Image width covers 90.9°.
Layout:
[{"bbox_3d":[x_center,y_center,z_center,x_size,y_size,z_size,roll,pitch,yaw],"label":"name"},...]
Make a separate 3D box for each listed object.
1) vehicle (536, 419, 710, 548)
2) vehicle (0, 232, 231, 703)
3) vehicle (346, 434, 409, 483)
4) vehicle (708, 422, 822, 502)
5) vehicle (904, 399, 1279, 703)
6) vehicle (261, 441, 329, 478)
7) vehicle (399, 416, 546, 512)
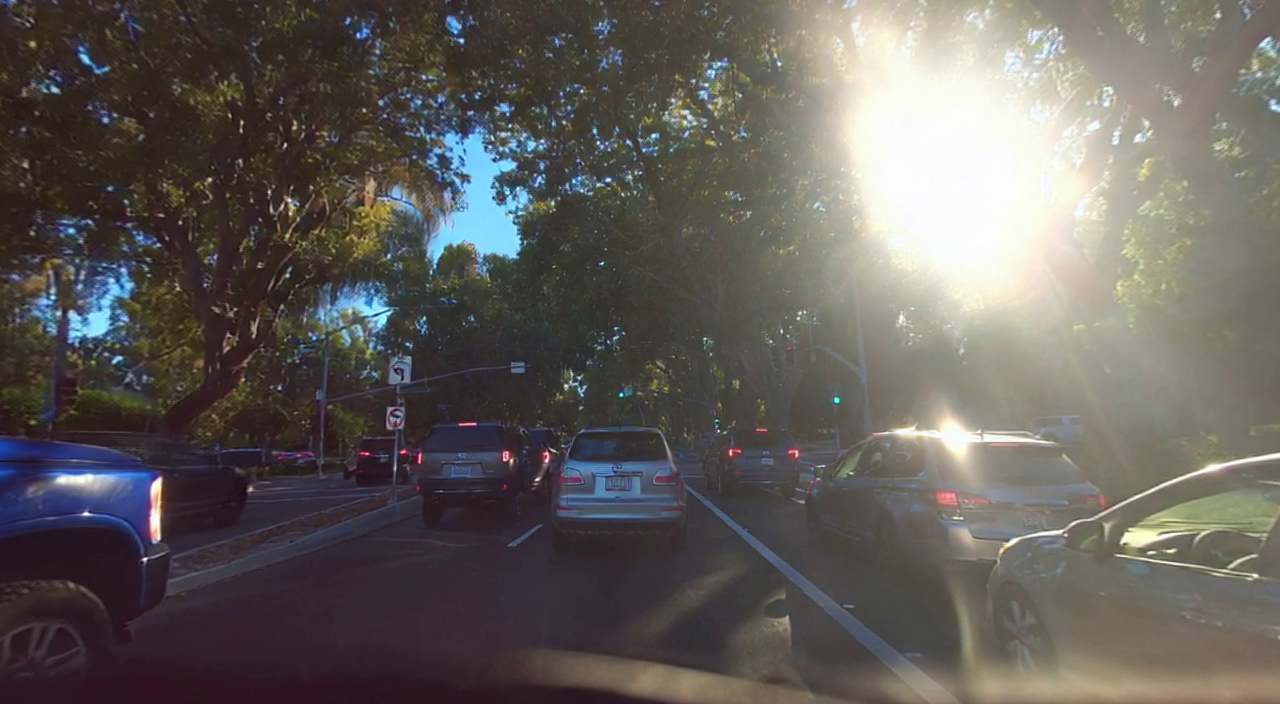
[{"bbox_3d":[-0.225,1.936,9.877,2.194,1.607,3.690,0,-8,0],"label":"vehicle"},{"bbox_3d":[-3.474,0.354,0.300,2.656,2.021,5.800,0,-8,0],"label":"vehicle"},{"bbox_3d":[-10.765,4.298,25.799,2.088,1.787,4.728,3,-9,-23],"label":"vehicle"},{"bbox_3d":[3.144,2.888,16.964,2.102,1.841,4.587,0,-8,0],"label":"vehicle"},{"bbox_3d":[3.015,0.964,2.512,1.874,1.477,4.698,0,-8,0],"label":"vehicle"},{"bbox_3d":[-18.702,5.748,34.051,2.256,1.799,4.831,6,-11,-38],"label":"vehicle"},{"bbox_3d":[-3.633,2.525,14.660,2.089,1.857,4.488,0,-8,1],"label":"vehicle"}]
